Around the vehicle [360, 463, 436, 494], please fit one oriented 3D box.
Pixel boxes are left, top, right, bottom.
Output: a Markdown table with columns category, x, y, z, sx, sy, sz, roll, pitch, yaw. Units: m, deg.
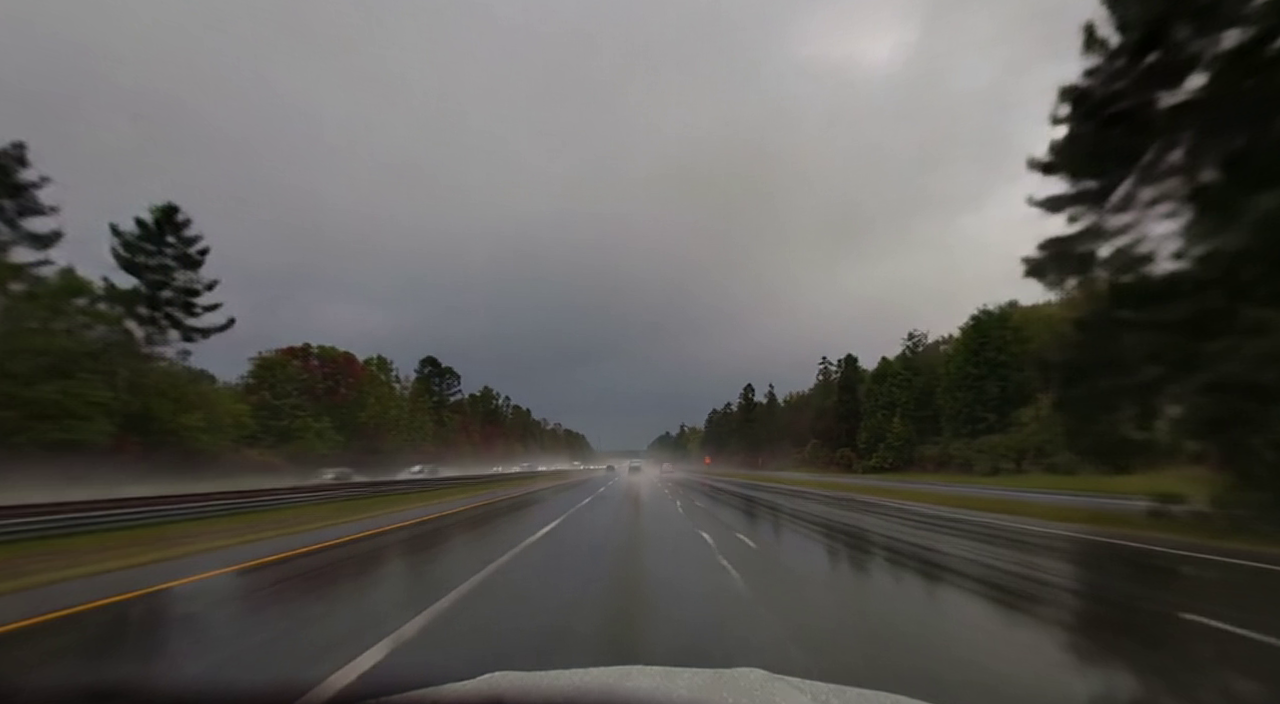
| category | x | y | z | sx | sy | sz | roll | pitch | yaw |
| --- | --- | --- | --- | --- | --- | --- | --- | --- | --- |
| vehicle | -12.669 | 6.657 | 33.249 | 2.158 | 1.473 | 4.511 | 1 | -10 | 1 |

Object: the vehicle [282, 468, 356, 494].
| category | x | y | z | sx | sy | sz | roll | pitch | yaw |
| --- | --- | --- | --- | --- | --- | --- | --- | --- | --- |
| vehicle | -19.605 | 7.886 | 38.595 | 2.040 | 1.461 | 4.505 | 1 | -10 | 1 |
